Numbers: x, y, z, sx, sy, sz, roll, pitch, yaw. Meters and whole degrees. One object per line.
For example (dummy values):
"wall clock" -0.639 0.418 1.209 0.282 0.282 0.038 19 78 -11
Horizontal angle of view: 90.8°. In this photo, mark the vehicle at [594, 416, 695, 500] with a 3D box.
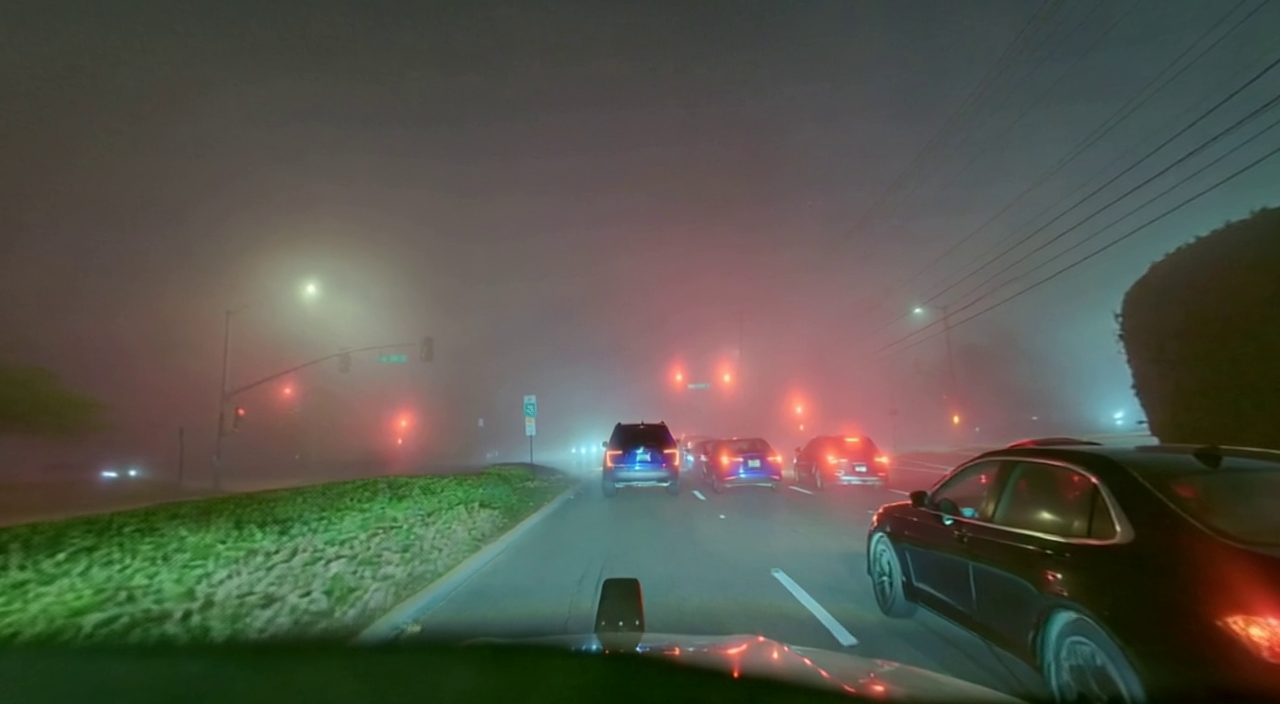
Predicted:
"vehicle" 0.088 2.722 16.550 2.236 1.856 4.816 0 -8 0

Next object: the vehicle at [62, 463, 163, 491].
"vehicle" -33.181 7.845 39.843 4.550 1.601 1.766 1 -9 -6

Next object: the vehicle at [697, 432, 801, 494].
"vehicle" 2.861 3.042 17.631 2.025 1.477 4.333 0 -8 -1

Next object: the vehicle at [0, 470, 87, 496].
"vehicle" -37.918 8.179 39.519 4.625 1.455 2.029 0 -8 -3

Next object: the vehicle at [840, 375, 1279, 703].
"vehicle" 2.777 1.024 3.305 2.004 1.460 4.297 0 -8 -1
